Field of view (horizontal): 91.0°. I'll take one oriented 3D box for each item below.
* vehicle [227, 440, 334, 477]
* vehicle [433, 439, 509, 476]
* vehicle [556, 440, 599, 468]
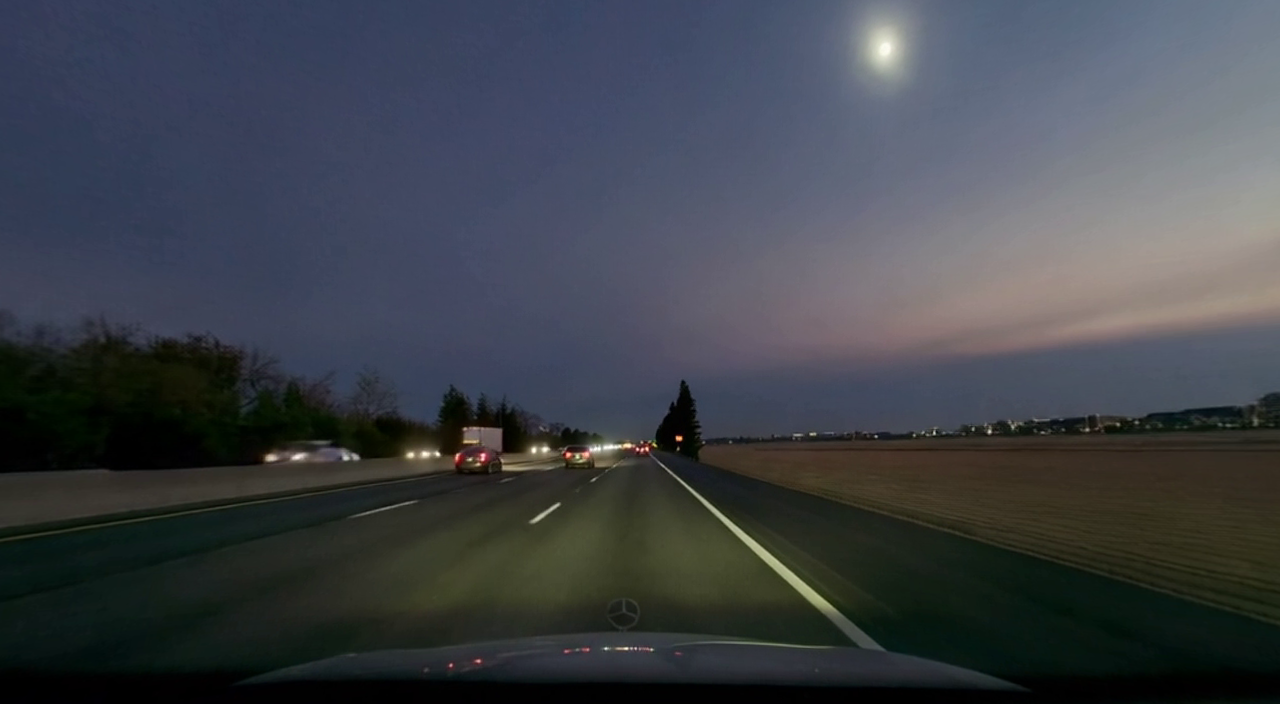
[{"bbox_3d":[-18.975,5.618,33.670,2.198,1.781,5.886,0,-9,1],"label":"vehicle"},{"bbox_3d":[-7.513,4.747,28.481,2.034,1.523,4.627,0,-9,1],"label":"vehicle"},{"bbox_3d":[-3.799,6.313,39.031,2.083,1.588,4.801,0,-9,1],"label":"vehicle"}]
